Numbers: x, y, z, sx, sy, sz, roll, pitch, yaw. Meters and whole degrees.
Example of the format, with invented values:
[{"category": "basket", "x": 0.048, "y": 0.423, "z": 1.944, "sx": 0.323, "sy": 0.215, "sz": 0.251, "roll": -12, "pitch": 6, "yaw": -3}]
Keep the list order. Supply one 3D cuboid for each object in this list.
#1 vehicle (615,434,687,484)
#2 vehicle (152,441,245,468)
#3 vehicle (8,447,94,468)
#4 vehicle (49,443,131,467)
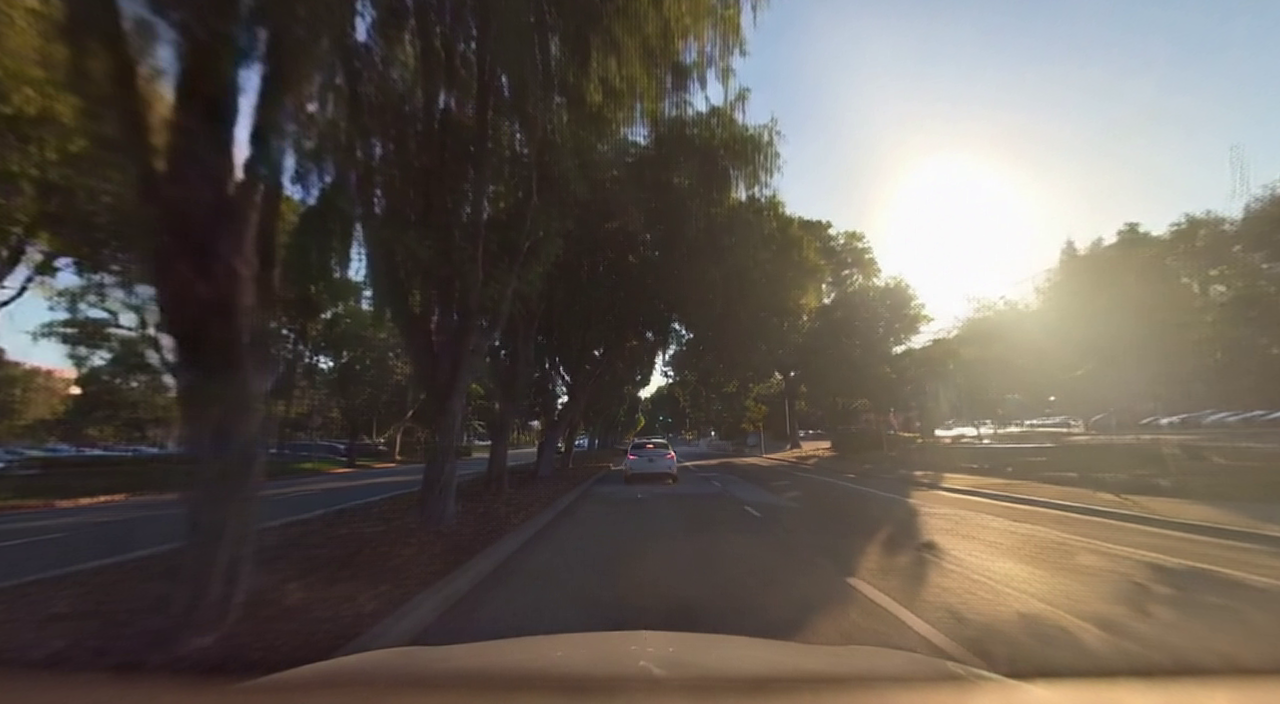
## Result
[{"category": "vehicle", "x": 0.282, "y": 3.423, "z": 20.507, "sx": 2.093, "sy": 1.442, "sz": 3.977, "roll": 0, "pitch": -8, "yaw": -1}, {"category": "vehicle", "x": -30.122, "y": 6.980, "z": 43.135, "sx": 4.764, "sy": 1.786, "sz": 2.091, "roll": 0, "pitch": -8, "yaw": 0}, {"category": "vehicle", "x": -42.834, "y": 7.663, "z": 45.915, "sx": 4.329, "sy": 1.456, "sz": 1.790, "roll": 0, "pitch": -8, "yaw": -2}, {"category": "vehicle", "x": -42.399, "y": 7.914, "z": 48.646, "sx": 4.334, "sy": 1.769, "sz": 1.975, "roll": 0, "pitch": -8, "yaw": -2}]
